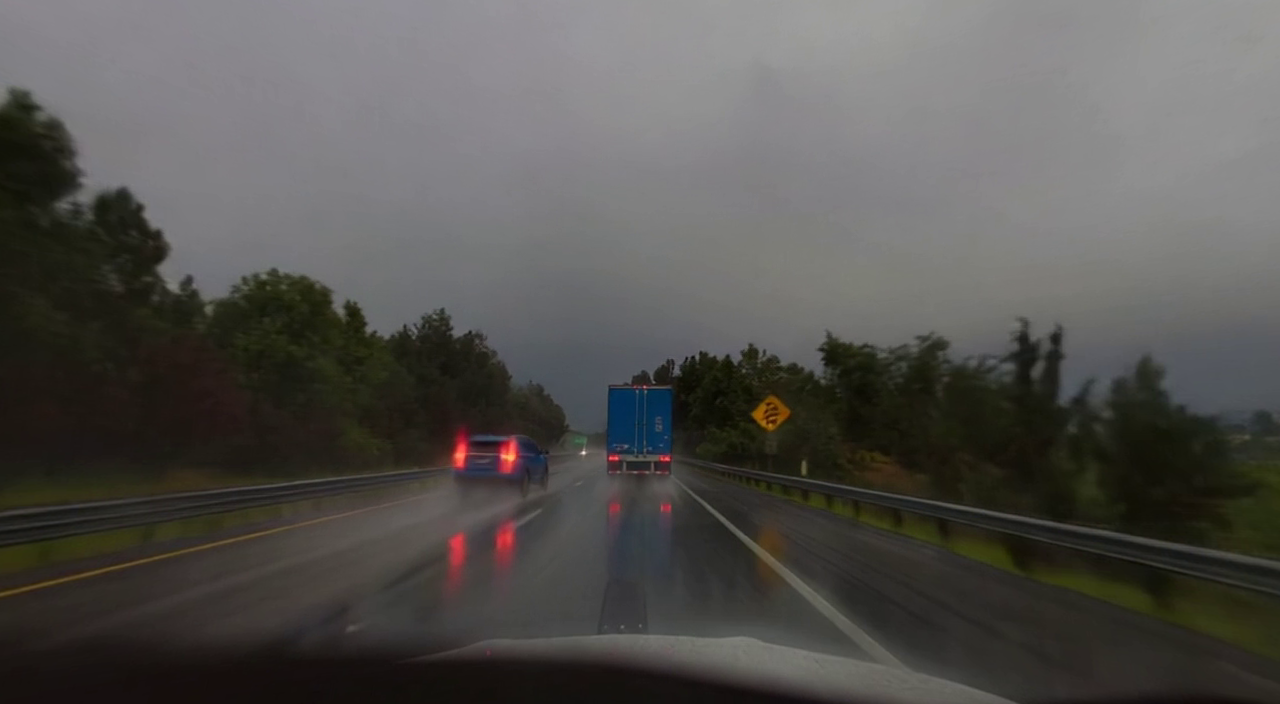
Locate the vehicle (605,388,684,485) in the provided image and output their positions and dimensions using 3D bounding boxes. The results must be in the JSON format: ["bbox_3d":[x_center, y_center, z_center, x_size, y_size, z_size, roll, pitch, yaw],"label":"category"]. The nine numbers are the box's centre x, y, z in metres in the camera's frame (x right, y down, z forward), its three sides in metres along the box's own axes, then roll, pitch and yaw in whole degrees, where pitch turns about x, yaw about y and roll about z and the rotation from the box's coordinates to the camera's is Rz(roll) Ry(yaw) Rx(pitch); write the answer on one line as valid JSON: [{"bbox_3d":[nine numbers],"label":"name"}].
[{"bbox_3d":[0.010,3.771,27.477,2.913,3.530,8.648,0,-9,-2],"label":"vehicle"}]

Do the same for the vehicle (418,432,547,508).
[{"bbox_3d":[-3.830,2.969,16.238,2.160,1.661,4.388,0,-9,0],"label":"vehicle"}]
